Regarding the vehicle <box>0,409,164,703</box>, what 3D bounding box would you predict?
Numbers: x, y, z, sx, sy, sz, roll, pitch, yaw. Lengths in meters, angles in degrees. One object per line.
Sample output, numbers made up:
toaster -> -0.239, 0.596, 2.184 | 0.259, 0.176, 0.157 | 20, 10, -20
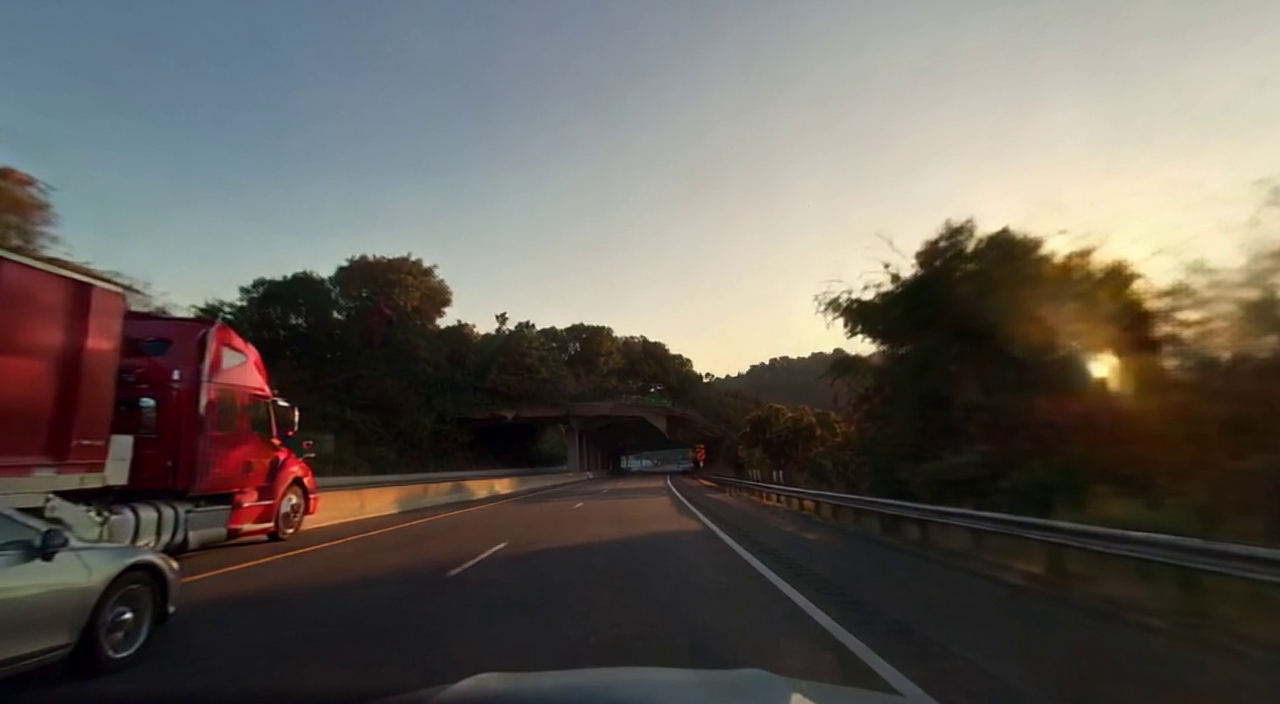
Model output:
vehicle -> -4.069, 0.726, 1.367 | 2.135, 1.506, 5.041 | 1, -10, 0
